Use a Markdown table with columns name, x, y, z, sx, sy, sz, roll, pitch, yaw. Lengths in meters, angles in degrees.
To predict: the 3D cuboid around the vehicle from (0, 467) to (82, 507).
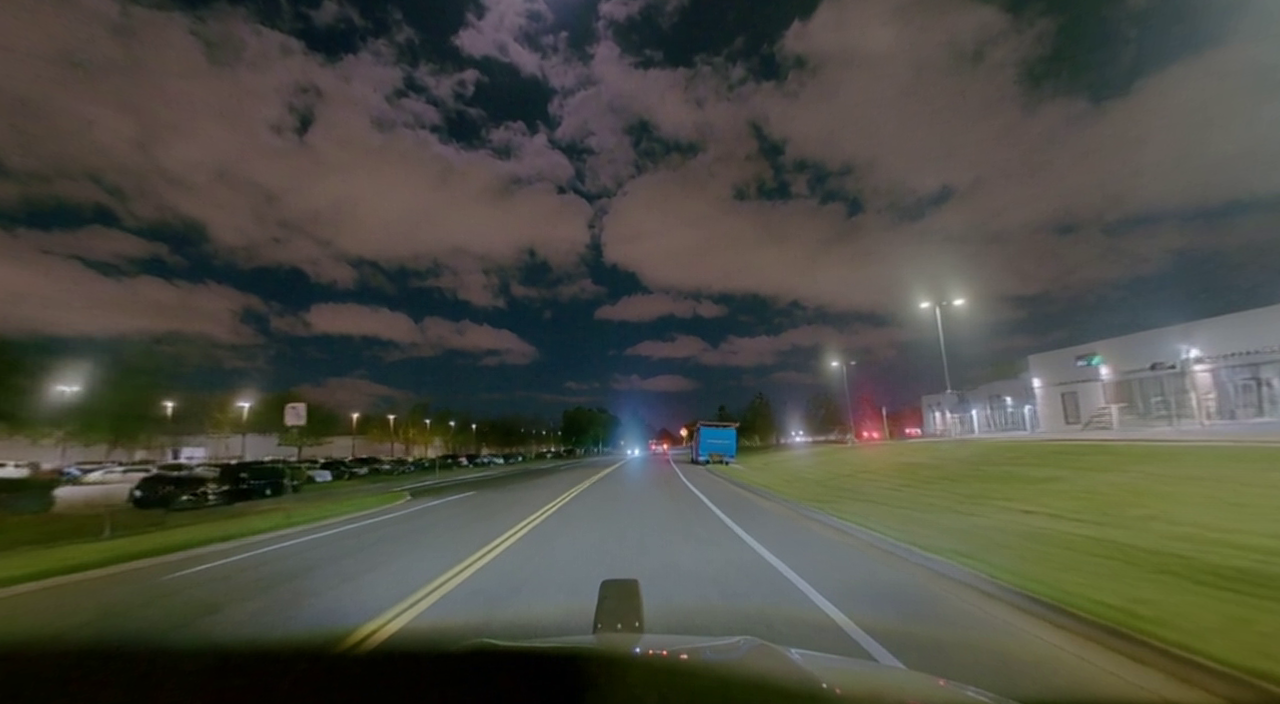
| name | x | y | z | sx | sy | sz | roll | pitch | yaw |
| --- | --- | --- | --- | --- | --- | --- | --- | --- | --- |
| vehicle | -32.478 | 7.079 | 32.876 | 4.996 | 1.817 | 2.054 | -3 | -9 | 2 |

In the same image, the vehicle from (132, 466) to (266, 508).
| name | x | y | z | sx | sy | sz | roll | pitch | yaw |
| --- | --- | --- | --- | --- | --- | --- | --- | --- | --- |
| vehicle | -22.129 | 6.728 | 32.019 | 2.233 | 1.709 | 5.161 | -3 | -9 | 18 |

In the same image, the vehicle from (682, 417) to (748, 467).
| name | x | y | z | sx | sy | sz | roll | pitch | yaw |
| --- | --- | --- | --- | --- | --- | --- | --- | --- | --- |
| vehicle | 4.915 | 6.240 | 43.778 | 3.282 | 3.067 | 10.181 | 0 | -8 | 0 |
